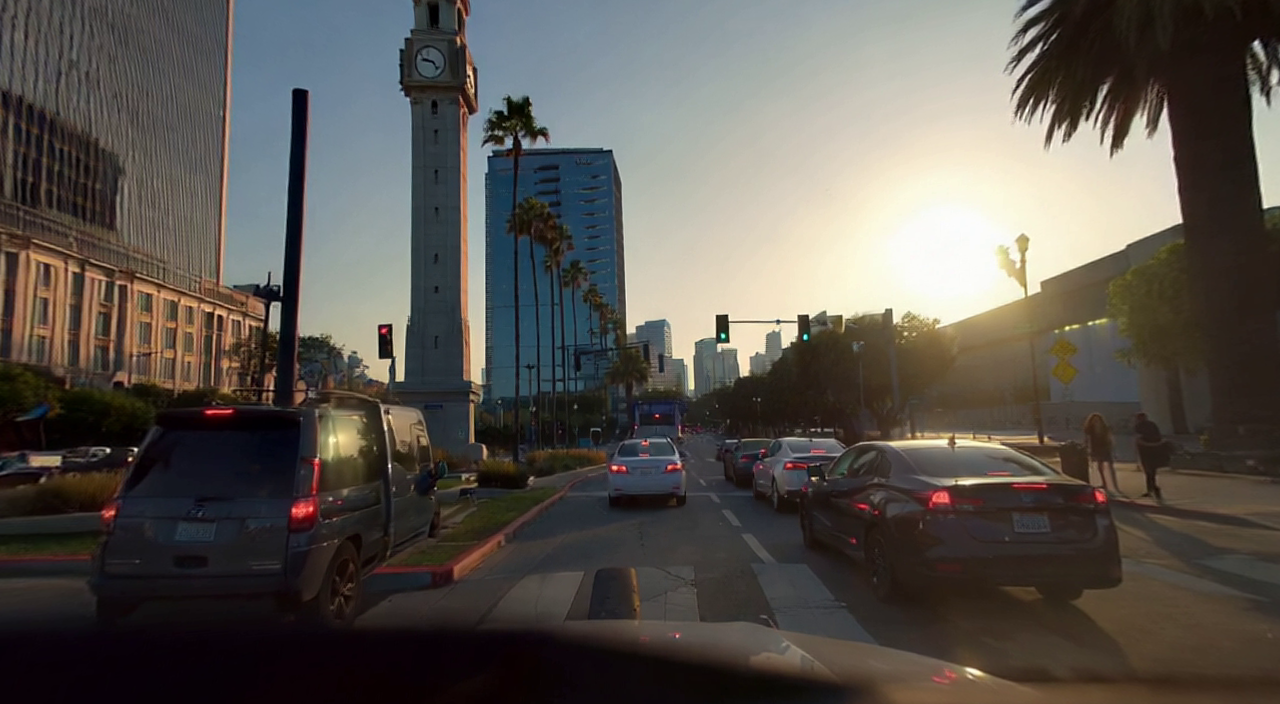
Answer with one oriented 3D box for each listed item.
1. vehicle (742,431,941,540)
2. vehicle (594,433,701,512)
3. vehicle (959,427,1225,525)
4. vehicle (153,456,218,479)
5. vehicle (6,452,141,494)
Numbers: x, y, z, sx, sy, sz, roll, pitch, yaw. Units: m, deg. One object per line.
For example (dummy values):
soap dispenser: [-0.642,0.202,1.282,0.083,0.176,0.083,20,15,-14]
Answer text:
vehicle: [3.107,2.154,10.829,1.913,1.469,4.425,0,-8,-1]
vehicle: [0.172,2.594,13.954,2.048,1.503,3.681,0,-8,1]
vehicle: [8.182,2.261,12.036,1.859,1.508,4.259,0,-9,-1]
vehicle: [-33.569,8.503,46.612,1.773,1.491,4.385,1,-9,-5]
vehicle: [-26.707,5.671,29.949,2.105,1.793,4.812,0,-9,-4]
